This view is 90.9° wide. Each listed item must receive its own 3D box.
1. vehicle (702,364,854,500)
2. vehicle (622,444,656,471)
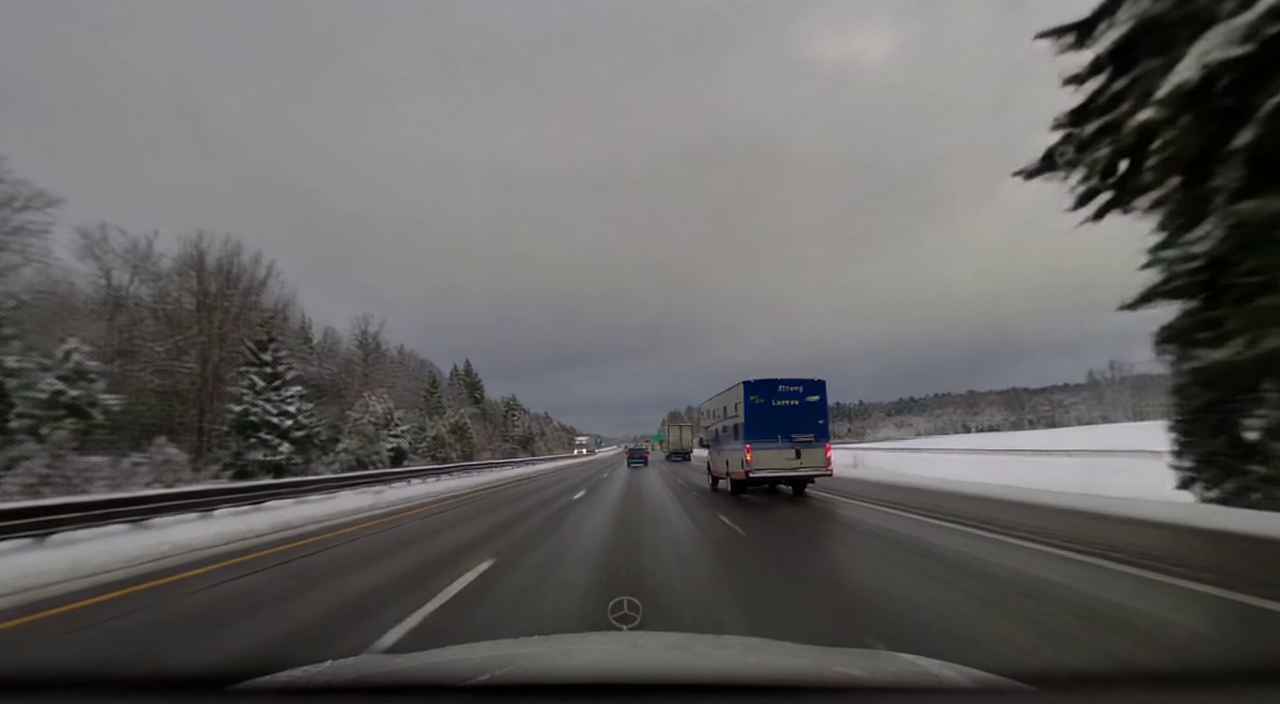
[{"bbox_3d":[4.006,2.731,20.777,2.931,3.530,8.760,0,-9,0],"label":"vehicle"},{"bbox_3d":[-0.037,7.045,42.255,2.151,1.678,3.923,0,-9,1],"label":"vehicle"}]
